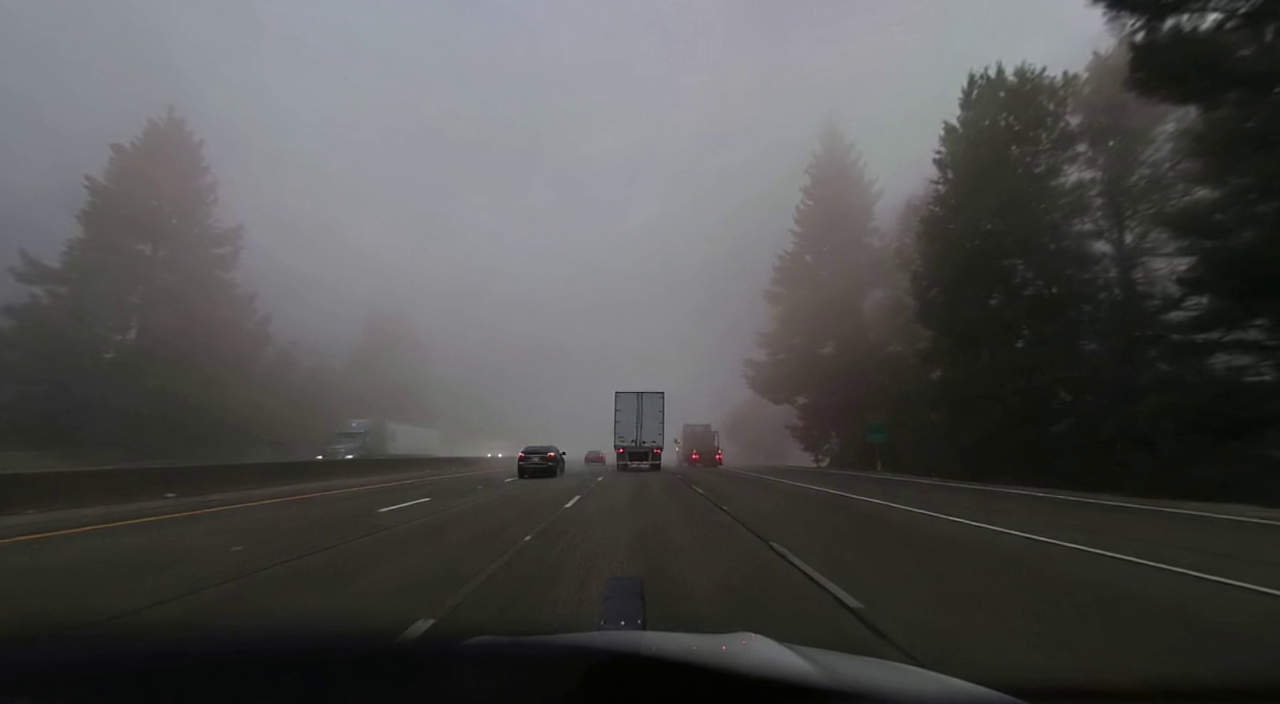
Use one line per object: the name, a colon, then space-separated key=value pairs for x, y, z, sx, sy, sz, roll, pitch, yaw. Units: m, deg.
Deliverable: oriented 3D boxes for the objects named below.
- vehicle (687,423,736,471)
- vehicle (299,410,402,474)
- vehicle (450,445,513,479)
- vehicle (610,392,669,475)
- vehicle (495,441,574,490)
vehicle: x=4.556 y=6.138 z=40.699 sx=2.565 sy=2.902 sz=3.798 roll=0 pitch=-9 yaw=-2
vehicle: x=-18.373 y=5.844 z=40.678 sx=3.084 sy=3.687 sz=7.389 roll=0 pitch=-9 yaw=-1
vehicle: x=-7.362 y=5.163 z=29.689 sx=1.926 sy=1.482 sz=3.959 roll=0 pitch=-9 yaw=1
vehicle: x=-0.119 y=4.946 z=37.118 sx=2.875 sy=4.056 sz=12.312 roll=0 pitch=-9 yaw=-1
vehicle: x=-3.569 y=3.928 z=22.117 sx=2.061 sy=1.555 sz=3.900 roll=0 pitch=-9 yaw=0
